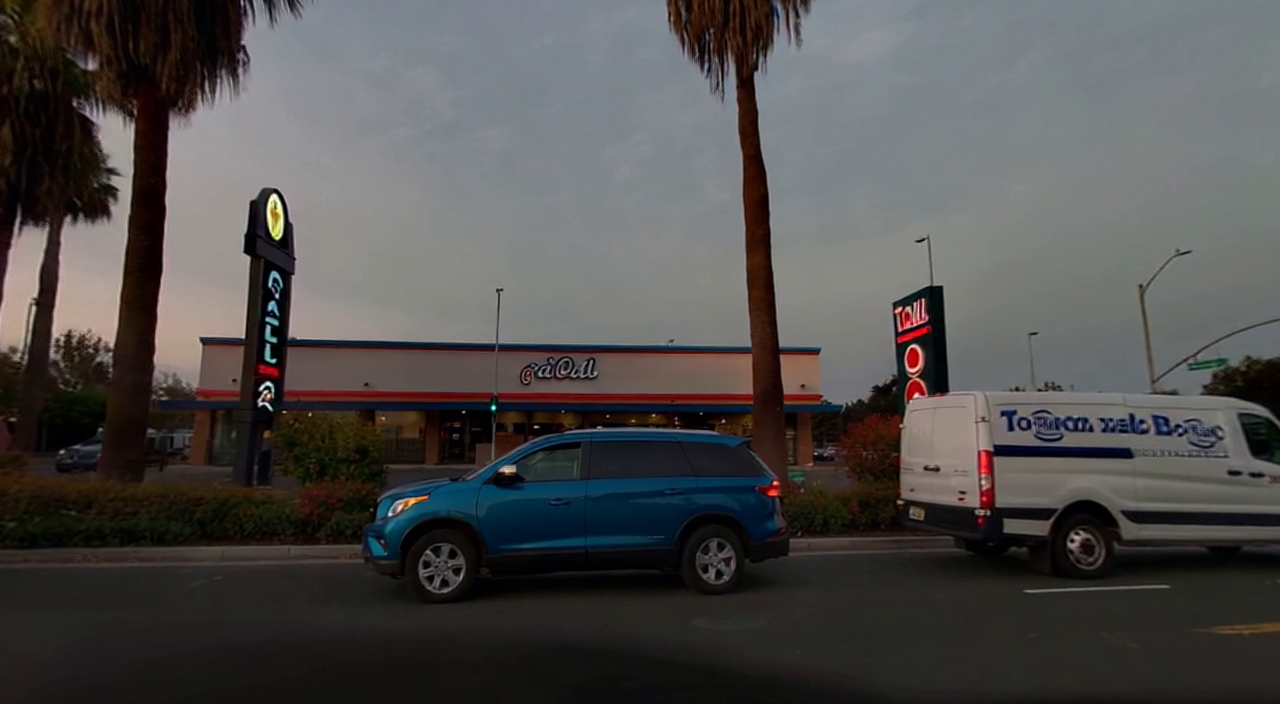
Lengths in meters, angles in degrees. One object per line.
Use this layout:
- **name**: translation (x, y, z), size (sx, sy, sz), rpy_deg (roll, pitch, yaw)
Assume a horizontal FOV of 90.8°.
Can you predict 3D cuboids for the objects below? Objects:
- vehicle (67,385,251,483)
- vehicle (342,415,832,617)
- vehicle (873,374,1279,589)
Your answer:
- **vehicle**: translation (-21.835, 3.881, 29.462), size (3.034, 3.929, 7.699), rpy_deg (1, -9, -7)
- **vehicle**: translation (-0.521, 1.641, 6.962), size (4.493, 1.728, 2.137), rpy_deg (2, -9, -9)
- **vehicle**: translation (6.570, 1.564, 8.161), size (6.246, 2.202, 2.277), rpy_deg (1, -9, -8)
